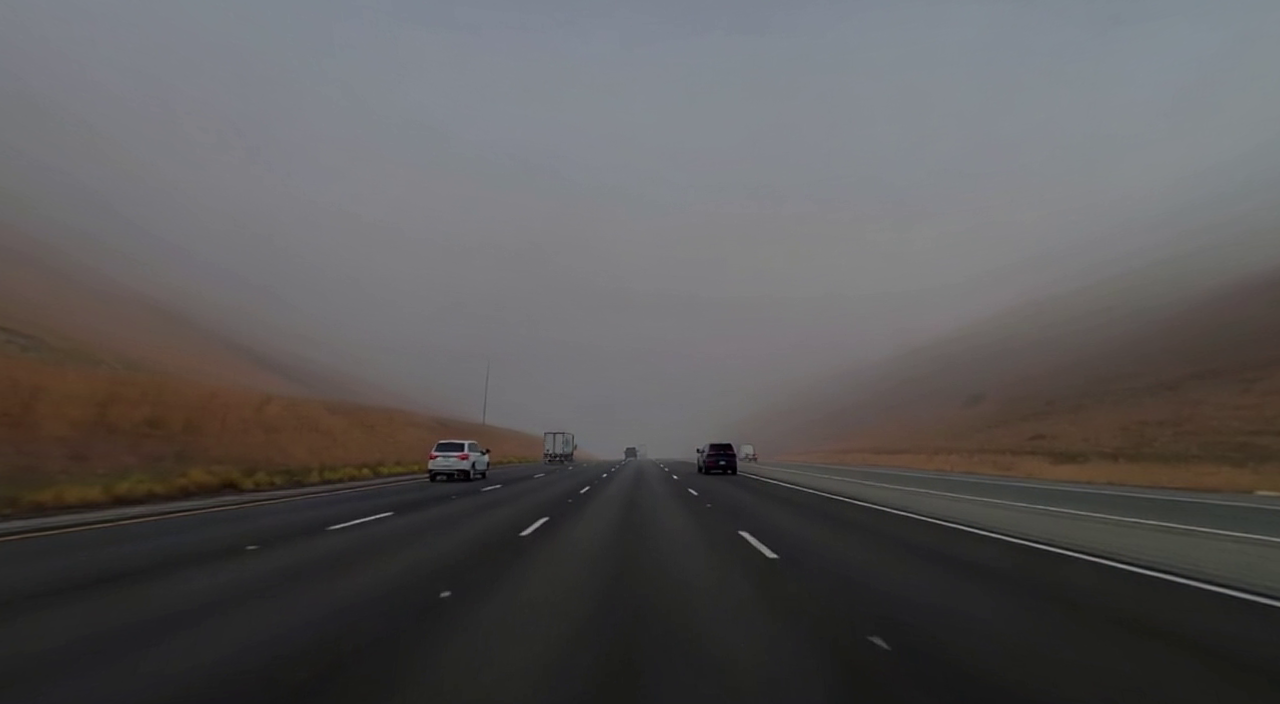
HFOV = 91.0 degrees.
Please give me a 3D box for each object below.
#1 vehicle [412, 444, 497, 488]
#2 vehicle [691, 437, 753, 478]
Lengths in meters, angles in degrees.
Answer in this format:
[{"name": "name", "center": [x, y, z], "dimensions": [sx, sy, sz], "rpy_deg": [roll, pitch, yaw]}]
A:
[{"name": "vehicle", "center": [-7.296, 4.516, 25.296], "dimensions": [1.935, 1.550, 4.883], "rpy_deg": [0, -9, 0]}, {"name": "vehicle", "center": [3.781, 5.003, 29.981], "dimensions": [2.231, 1.789, 4.700], "rpy_deg": [0, -9, -1]}]
